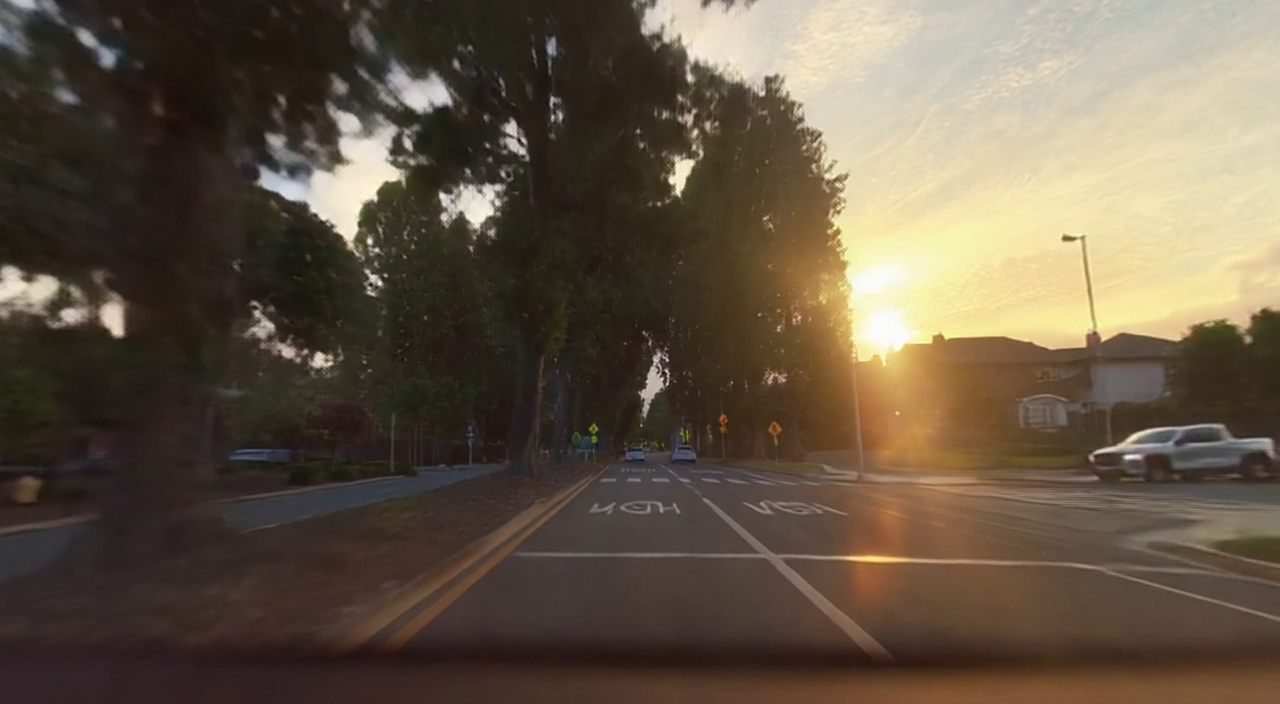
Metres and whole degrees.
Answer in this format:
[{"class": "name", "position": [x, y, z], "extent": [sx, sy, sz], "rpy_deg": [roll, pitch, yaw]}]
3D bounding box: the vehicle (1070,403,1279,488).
[{"class": "vehicle", "position": [18.185, 3.117, 21.403], "extent": [5.378, 2.566, 2.402], "rpy_deg": [-1, -6, -2]}]

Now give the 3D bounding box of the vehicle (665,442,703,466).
[{"class": "vehicle", "position": [2.931, 6.928, 43.033], "extent": [2.142, 1.501, 4.273], "rpy_deg": [0, -8, -1]}]
